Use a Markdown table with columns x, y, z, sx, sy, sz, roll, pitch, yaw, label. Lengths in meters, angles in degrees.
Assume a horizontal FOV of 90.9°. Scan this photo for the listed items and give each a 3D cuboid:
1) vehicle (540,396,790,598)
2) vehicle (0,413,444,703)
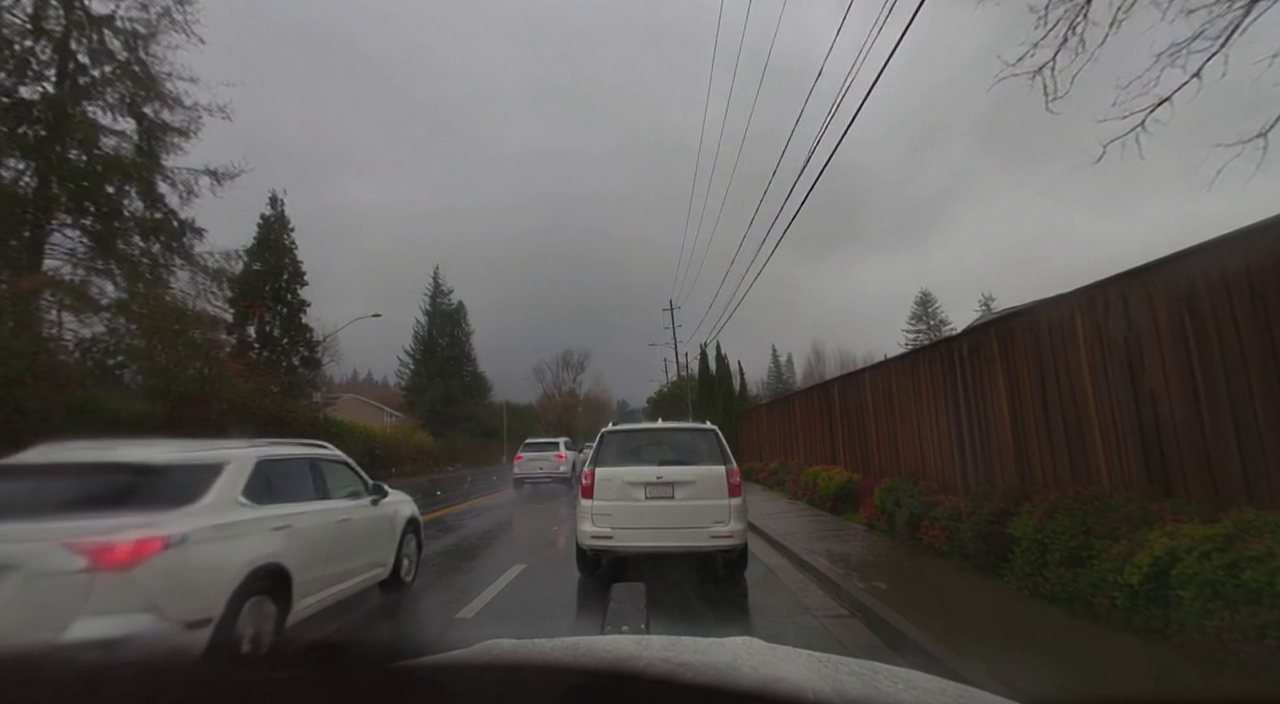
| x | y | z | sx | sy | sz | roll | pitch | yaw | label |
| --- | --- | --- | --- | --- | --- | --- | --- | --- | --- |
| 0.214 | 1.575 | 7.633 | 2.174 | 1.749 | 4.113 | 0 | -9 | 0 | vehicle |
| -3.114 | 1.303 | 4.614 | 1.979 | 1.489 | 4.006 | 0 | -9 | 1 | vehicle |
